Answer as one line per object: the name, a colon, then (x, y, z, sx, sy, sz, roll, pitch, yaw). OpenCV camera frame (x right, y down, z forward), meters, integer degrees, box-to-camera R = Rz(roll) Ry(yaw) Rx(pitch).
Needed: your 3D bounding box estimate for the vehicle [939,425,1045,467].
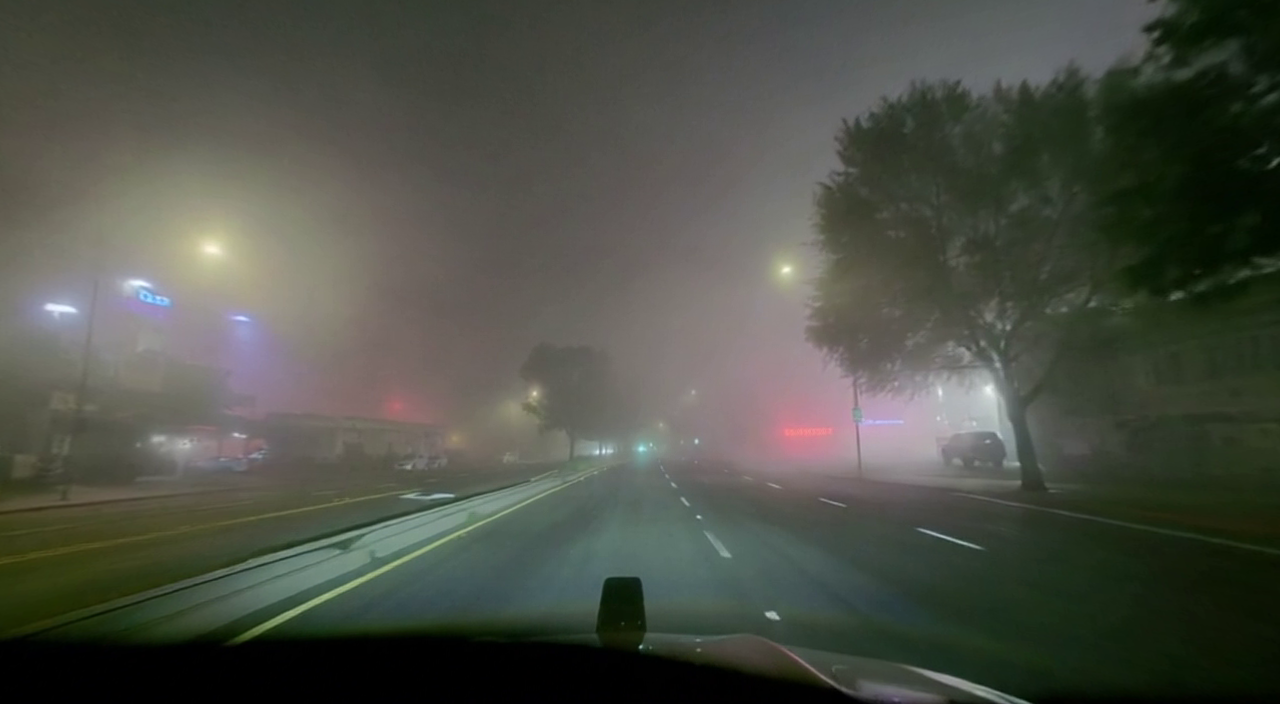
vehicle: (16.726, 4.511, 30.194, 2.151, 1.814, 5.129, 0, -8, 1)

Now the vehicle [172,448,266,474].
vehicle: (-27.527, 7.133, 41.193, 4.573, 1.633, 2.016, 1, -8, -5)

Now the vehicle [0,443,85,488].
vehicle: (-27.120, 4.847, 26.967, 4.430, 1.782, 2.168, 0, -8, 1)

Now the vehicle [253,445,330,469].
vehicle: (-26.824, 8.089, 48.391, 4.472, 1.717, 2.392, 1, -8, -2)
